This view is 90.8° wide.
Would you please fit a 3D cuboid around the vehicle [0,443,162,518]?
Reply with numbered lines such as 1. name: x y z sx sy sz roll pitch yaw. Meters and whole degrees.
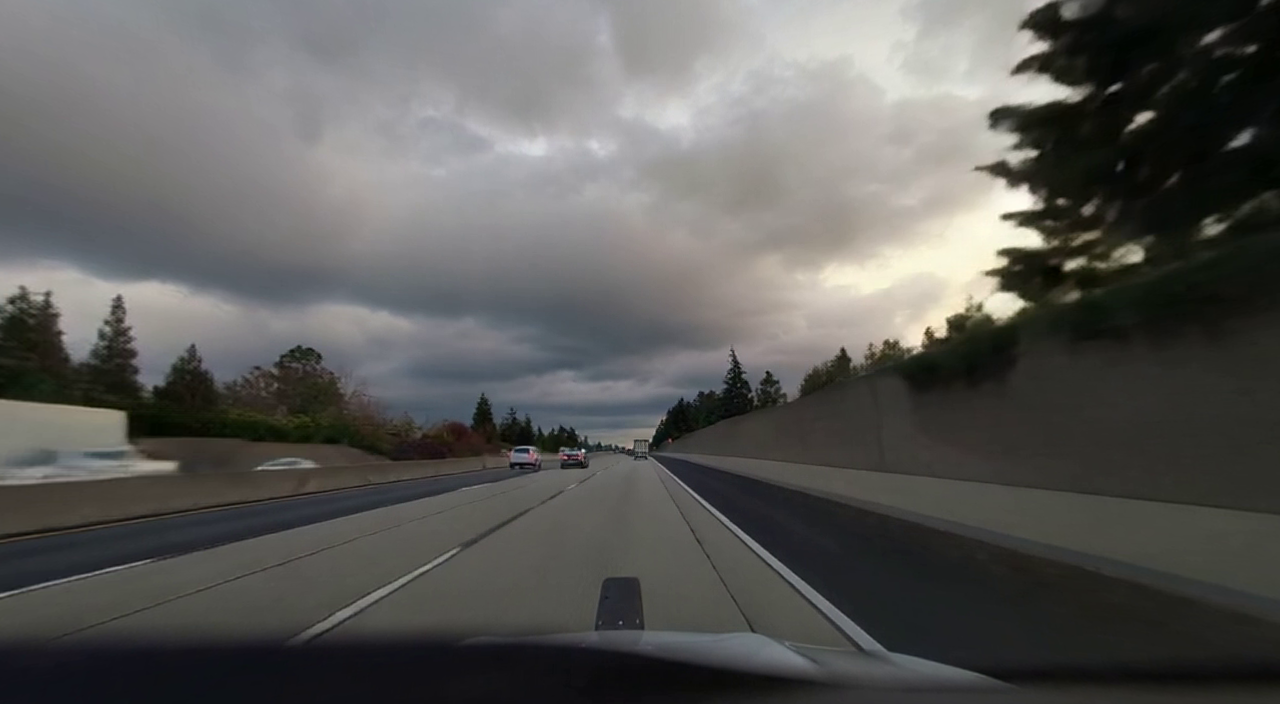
1. vehicle: -16.544 3.518 17.864 2.032 1.783 4.980 0 -9 0

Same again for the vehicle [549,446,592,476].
1. vehicle: -3.721 5.937 34.424 1.893 1.521 3.742 0 -9 0

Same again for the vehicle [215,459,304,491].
1. vehicle: -19.627 6.321 32.793 1.797 1.457 4.455 0 -9 0

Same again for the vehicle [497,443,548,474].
1. vehicle: -7.145 6.524 38.837 2.173 1.722 4.869 0 -9 1
